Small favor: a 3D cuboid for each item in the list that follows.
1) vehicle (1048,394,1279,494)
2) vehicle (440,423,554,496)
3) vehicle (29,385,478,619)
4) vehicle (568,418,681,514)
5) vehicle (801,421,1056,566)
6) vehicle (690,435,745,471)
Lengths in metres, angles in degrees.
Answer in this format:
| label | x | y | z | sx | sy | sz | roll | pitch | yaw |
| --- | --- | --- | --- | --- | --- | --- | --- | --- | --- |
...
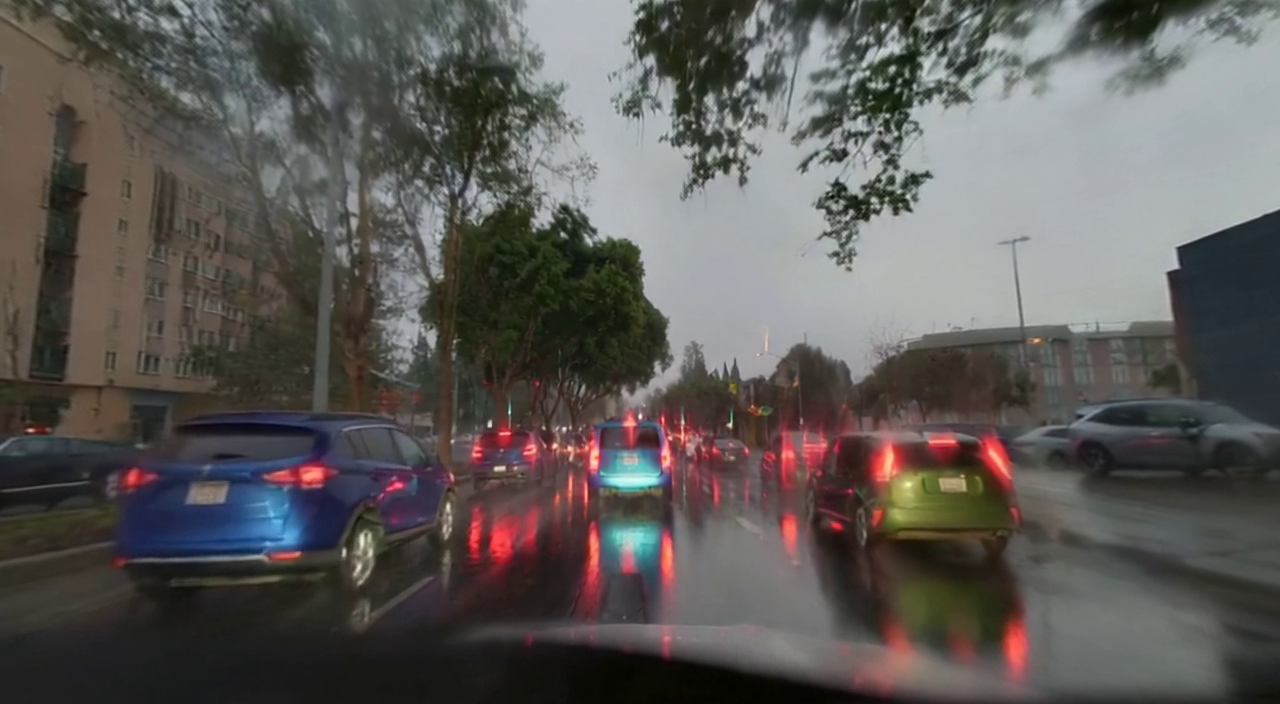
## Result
| label | x | y | z | sx | sy | sz | roll | pitch | yaw |
| --- | --- | --- | --- | --- | --- | --- | --- | --- | --- |
| vehicle | 12.520 | 2.089 | 14.291 | 4.991 | 1.978 | 2.090 | -8 | -12 | 42 |
| vehicle | -3.706 | 2.886 | 17.176 | 2.012 | 1.701 | 4.316 | 0 | -8 | 1 |
| vehicle | -3.426 | 1.420 | 6.862 | 2.047 | 1.710 | 4.314 | 0 | -9 | 1 |
| vehicle | -0.232 | 2.355 | 13.398 | 2.022 | 1.700 | 4.084 | 0 | -8 | 1 |
| vehicle | 3.644 | 1.824 | 8.838 | 1.847 | 1.554 | 3.885 | 0 | -8 | 2 |
| vehicle | 3.375 | 4.501 | 28.058 | 1.948 | 1.475 | 4.093 | 0 | -8 | 0 |
